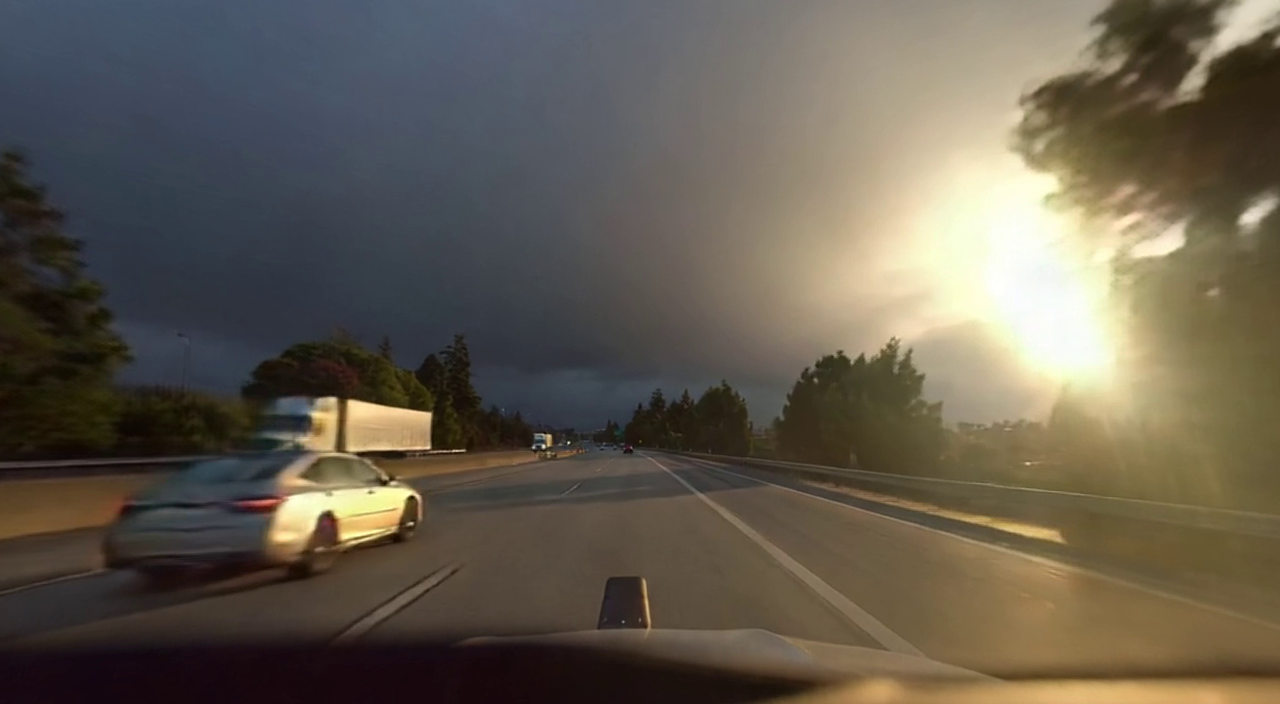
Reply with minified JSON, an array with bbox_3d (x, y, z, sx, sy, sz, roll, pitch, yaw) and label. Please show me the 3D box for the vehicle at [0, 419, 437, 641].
[{"bbox_3d":[-4.101,1.640,6.926,2.083,1.560,4.713,0,-9,1],"label":"vehicle"}]
